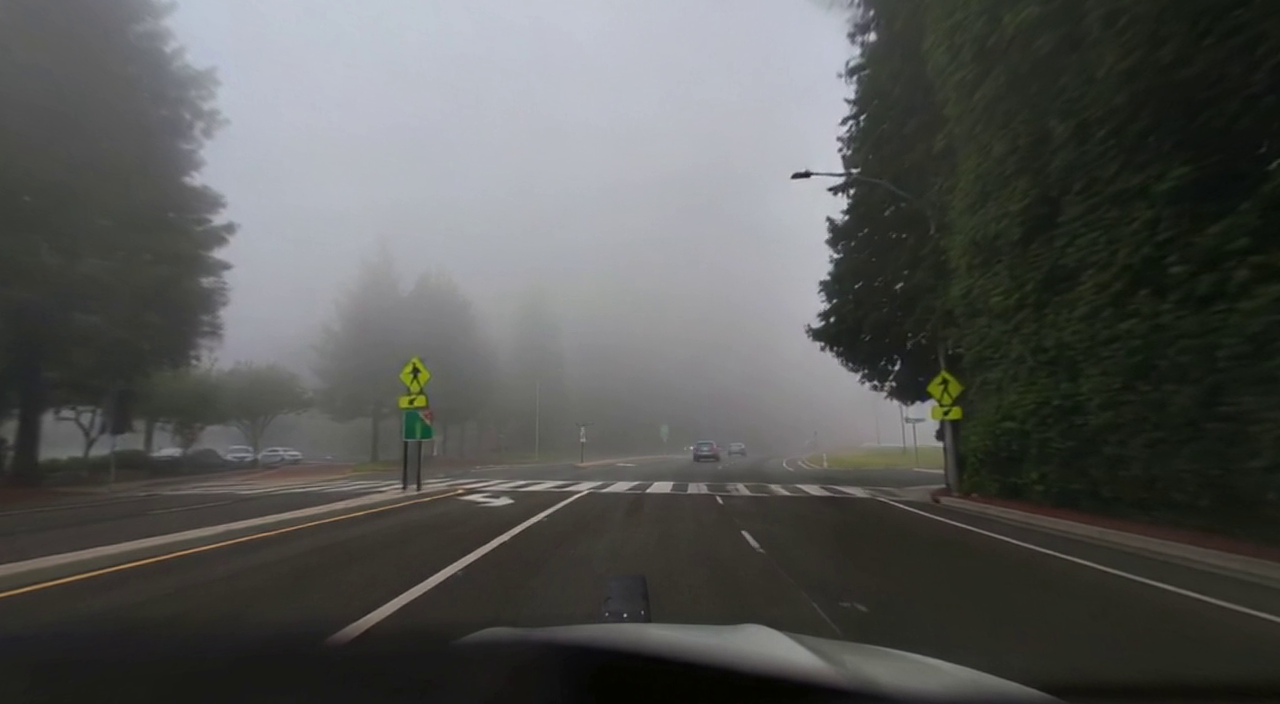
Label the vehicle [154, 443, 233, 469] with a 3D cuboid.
[{"bbox_3d":[-32.984,7.690,46.604,4.856,1.795,2.030,-3,-9,15],"label":"vehicle"}]
